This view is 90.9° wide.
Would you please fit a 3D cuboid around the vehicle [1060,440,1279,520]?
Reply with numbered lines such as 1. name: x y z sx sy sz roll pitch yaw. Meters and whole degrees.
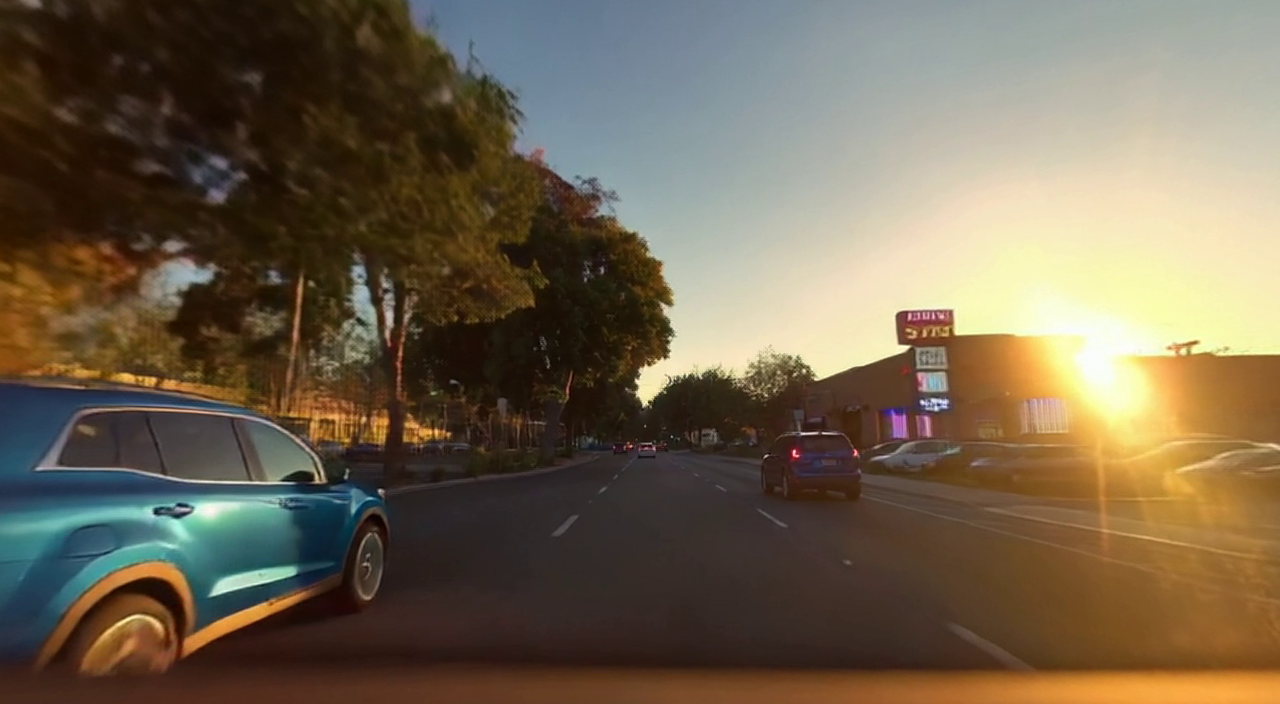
1. vehicle: 11.529 2.606 13.091 4.217 1.522 1.755 -1 -9 4

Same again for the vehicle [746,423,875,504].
1. vehicle: 4.159 2.805 16.218 2.024 1.773 4.431 0 -8 -1

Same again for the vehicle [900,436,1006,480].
1. vehicle: 12.493 4.239 25.507 1.781 1.615 4.095 1 -9 -7

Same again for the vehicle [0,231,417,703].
1. vehicle: -3.166 0.772 3.293 2.210 1.925 4.838 0 -8 0

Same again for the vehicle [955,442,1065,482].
1. vehicle: 15.066 4.481 25.900 1.780 1.499 3.786 1 -9 -10
